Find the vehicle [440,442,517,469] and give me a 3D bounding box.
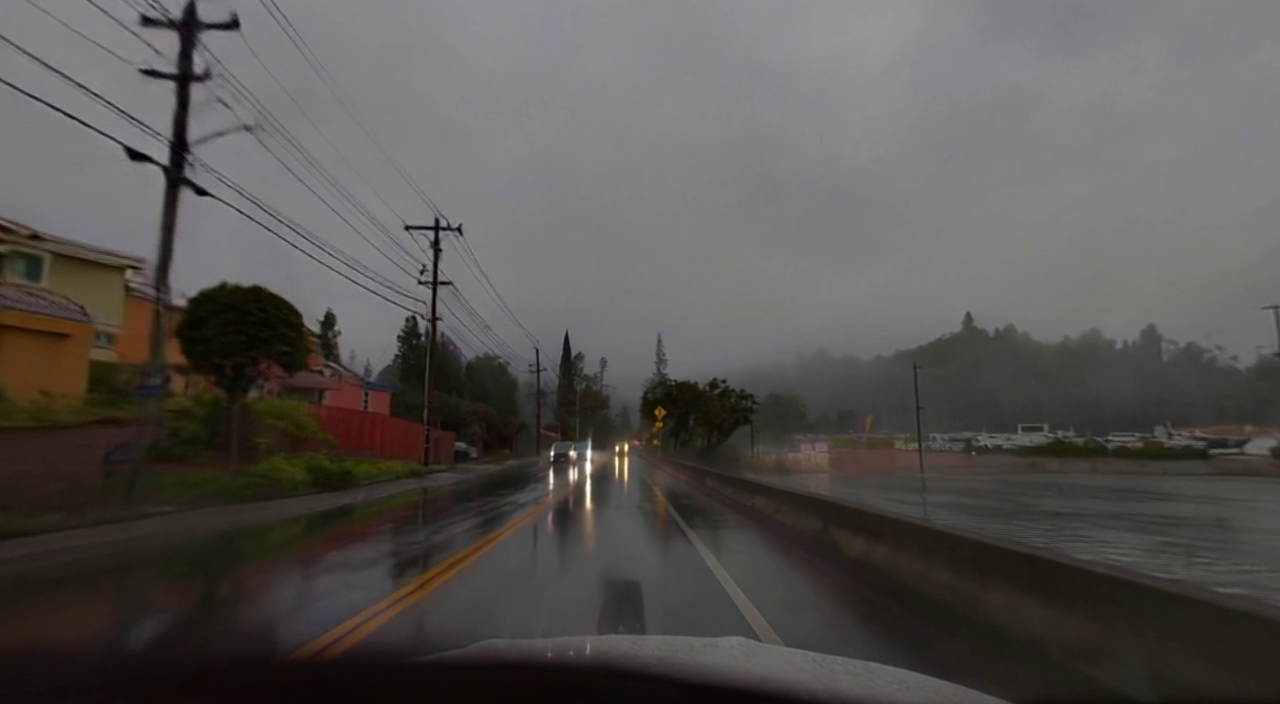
[{"bbox_3d":[-10.689,6.862,42.034,4.500,1.674,1.915,8,-12,-42],"label":"vehicle"}]
